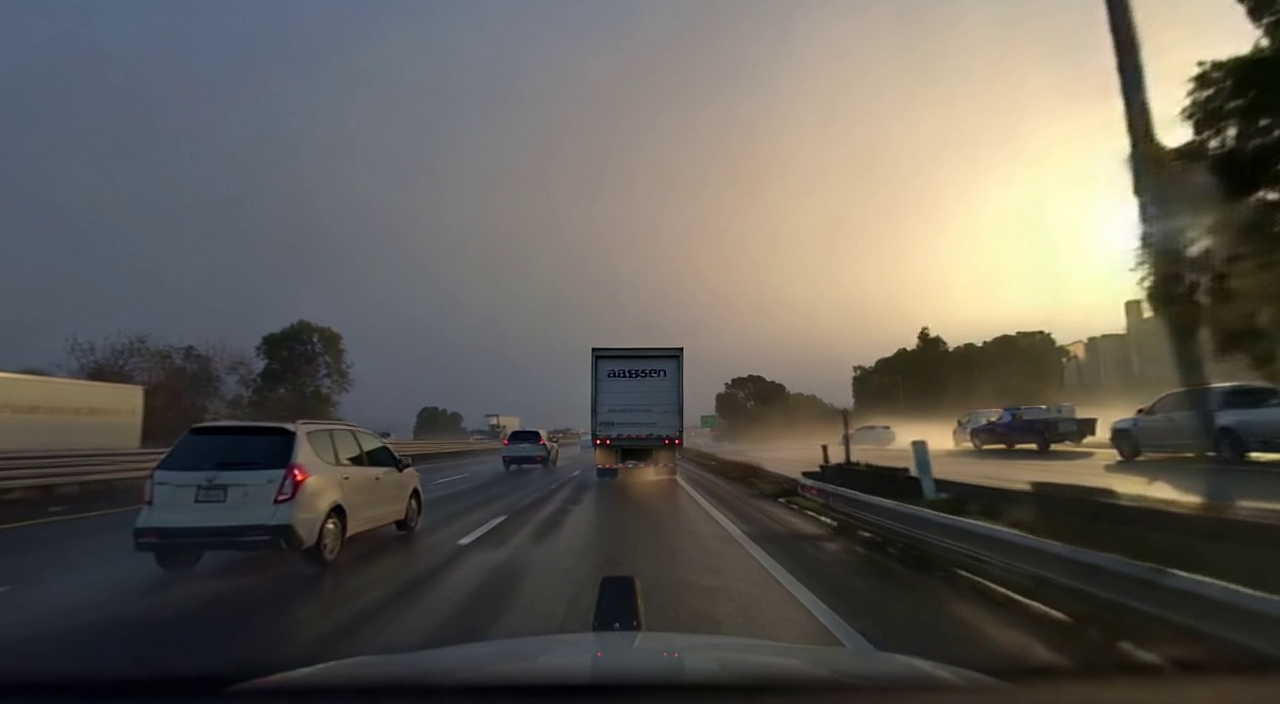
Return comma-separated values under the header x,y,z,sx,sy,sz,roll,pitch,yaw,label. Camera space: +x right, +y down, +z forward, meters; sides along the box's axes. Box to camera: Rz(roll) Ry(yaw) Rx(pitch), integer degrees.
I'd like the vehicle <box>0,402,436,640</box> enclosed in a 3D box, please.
x,y,z,sx,sy,sz,roll,pitch,yaw,label
-3.741,1.377,6.261,1.964,1.507,4.361,0,-8,0,vehicle

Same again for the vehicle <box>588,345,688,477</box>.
x,y,z,sx,sy,sz,roll,pitch,yaw,label
-0.105,2.615,25.625,3.171,4.204,11.036,0,-8,0,vehicle

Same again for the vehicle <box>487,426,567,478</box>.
x,y,z,sx,sy,sz,roll,pitch,yaw,label
-3.704,3.351,21.393,1.946,1.599,4.073,0,-8,0,vehicle

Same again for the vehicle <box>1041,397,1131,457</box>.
x,y,z,sx,sy,sz,roll,pitch,yaw,label
19.599,3.330,27.779,1.658,2.523,2.851,0,-8,-1,vehicle

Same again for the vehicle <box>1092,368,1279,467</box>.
x,y,z,sx,sy,sz,roll,pitch,yaw,label
19.381,2.386,22.160,2.443,3.006,5.844,0,-8,0,vehicle

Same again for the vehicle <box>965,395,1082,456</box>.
x,y,z,sx,sy,sz,roll,pitch,yaw,label
18.955,3.737,31.516,2.432,2.753,5.388,0,-8,1,vehicle
